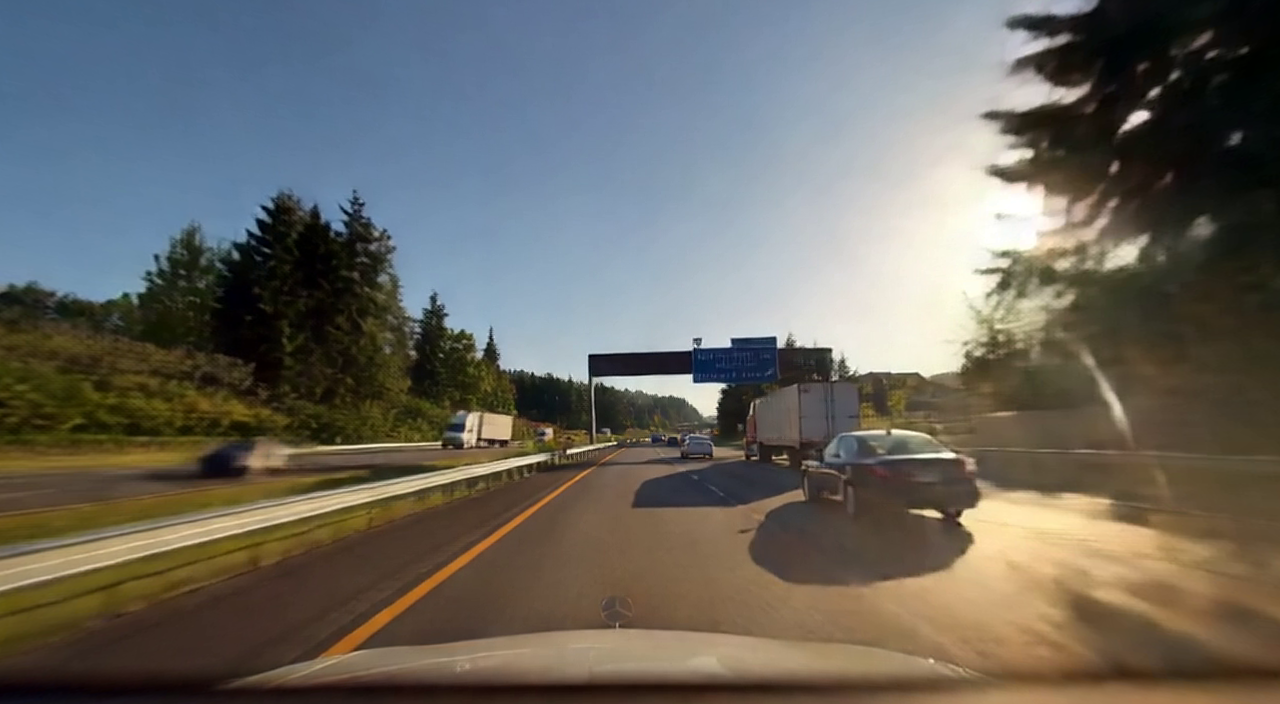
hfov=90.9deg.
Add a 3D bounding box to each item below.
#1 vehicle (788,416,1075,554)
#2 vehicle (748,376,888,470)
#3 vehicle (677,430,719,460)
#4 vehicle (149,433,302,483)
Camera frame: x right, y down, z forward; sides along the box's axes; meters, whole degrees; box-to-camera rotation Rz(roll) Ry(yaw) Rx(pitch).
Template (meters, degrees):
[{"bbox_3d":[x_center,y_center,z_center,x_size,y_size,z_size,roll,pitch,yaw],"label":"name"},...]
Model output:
[{"bbox_3d":[3.793,1.790,9.332,1.986,1.501,4.529,0,-8,-2],"label":"vehicle"},{"bbox_3d":[9.062,4.060,34.856,3.440,4.093,13.944,0,-8,-1],"label":"vehicle"},{"bbox_3d":[3.424,5.617,38.088,2.011,1.672,4.415,0,-8,-2],"label":"vehicle"},{"bbox_3d":[-13.536,3.459,21.012,1.889,1.459,4.751,0,-8,0],"label":"vehicle"}]
